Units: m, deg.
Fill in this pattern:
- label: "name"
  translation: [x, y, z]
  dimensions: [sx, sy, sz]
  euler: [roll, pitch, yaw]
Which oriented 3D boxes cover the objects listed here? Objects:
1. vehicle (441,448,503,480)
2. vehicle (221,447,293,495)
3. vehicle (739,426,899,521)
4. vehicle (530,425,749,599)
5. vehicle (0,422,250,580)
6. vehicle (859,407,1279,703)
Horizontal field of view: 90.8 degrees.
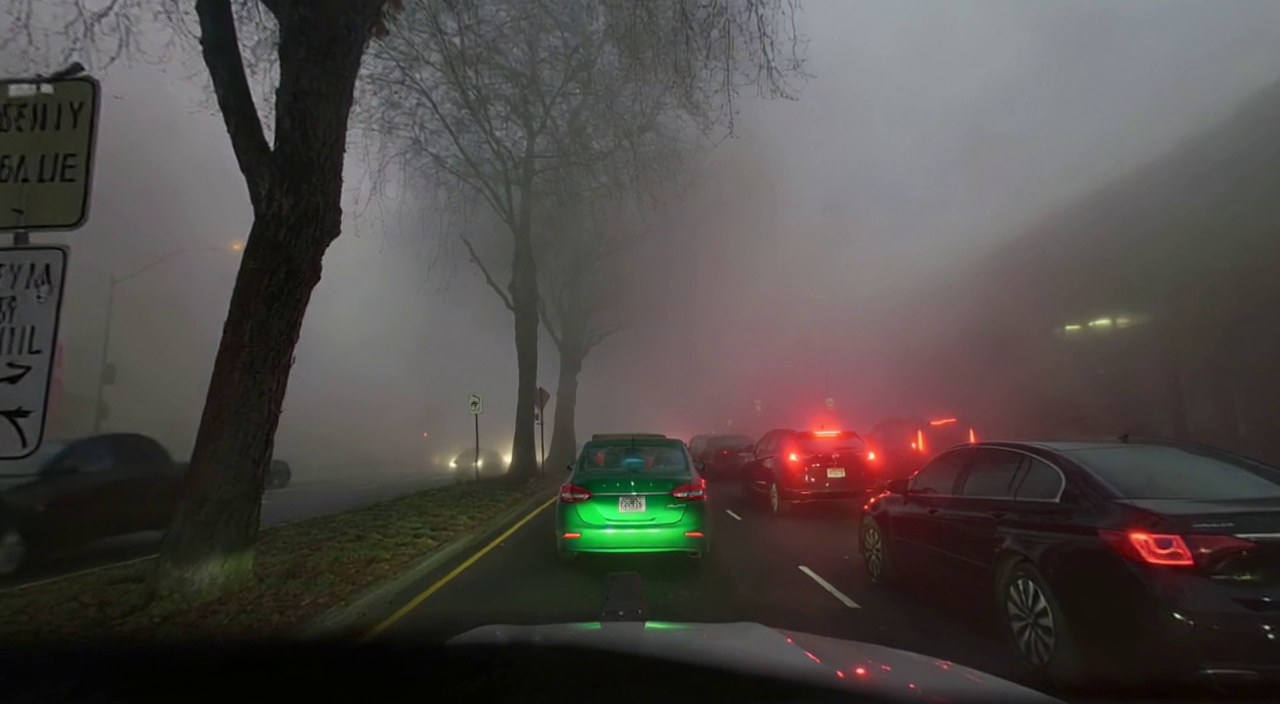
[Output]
- label: "vehicle"
  translation: [-8.235, 5.511, 31.417]
  dimensions: [1.850, 1.417, 4.321]
  euler: [0, -9, 1]
- label: "vehicle"
  translation: [-15.894, 4.836, 26.117]
  dimensions: [2.072, 1.773, 4.329]
  euler: [6, -10, -35]
- label: "vehicle"
  translation: [3.529, 2.486, 13.414]
  dimensions: [2.025, 1.660, 4.263]
  euler: [0, -9, -1]
- label: "vehicle"
  translation: [-0.019, 1.656, 7.315]
  dimensions: [1.887, 1.487, 3.535]
  euler: [0, -9, 0]
- label: "vehicle"
  translation: [-8.008, 1.948, 9.049]
  dimensions: [2.079, 1.695, 4.374]
  euler: [0, -9, -1]
- label: "vehicle"
  translation: [3.308, 1.257, 4.482]
  dimensions: [1.988, 1.480, 4.195]
  euler: [0, -9, 0]
